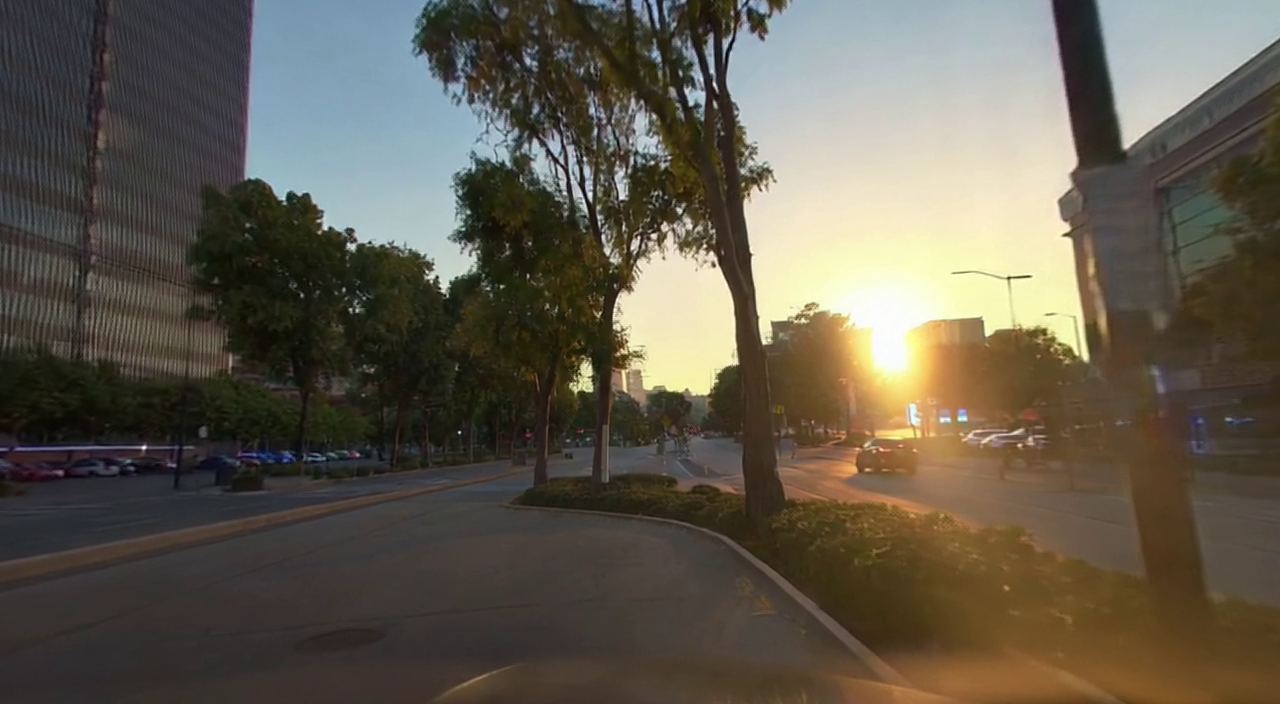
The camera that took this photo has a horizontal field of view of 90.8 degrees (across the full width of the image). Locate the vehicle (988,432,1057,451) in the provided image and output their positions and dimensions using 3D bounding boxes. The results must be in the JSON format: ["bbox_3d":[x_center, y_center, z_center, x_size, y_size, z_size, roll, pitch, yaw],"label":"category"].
[{"bbox_3d":[28.055,6.584,46.393,3.839,1.386,1.816,-1,-8,6],"label":"vehicle"}]

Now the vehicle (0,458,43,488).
[{"bbox_3d":[-35.186,6.679,35.001,4.157,1.458,2.130,-6,-10,35],"label":"vehicle"}]

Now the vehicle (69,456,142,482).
[{"bbox_3d":[-34.672,7.562,40.977,4.416,1.541,2.102,-5,-10,30],"label":"vehicle"}]

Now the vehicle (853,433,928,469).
[{"bbox_3d":[12.577,5.001,32.071,2.100,1.638,4.545,0,-8,2],"label":"vehicle"}]

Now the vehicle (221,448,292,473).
[{"bbox_3d":[-28.369,7.954,46.715,5.483,1.719,2.112,-5,-10,31],"label":"vehicle"}]

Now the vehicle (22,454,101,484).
[{"bbox_3d":[-34.096,6.845,37.169,5.124,1.541,2.121,-6,-10,33],"label":"vehicle"}]
